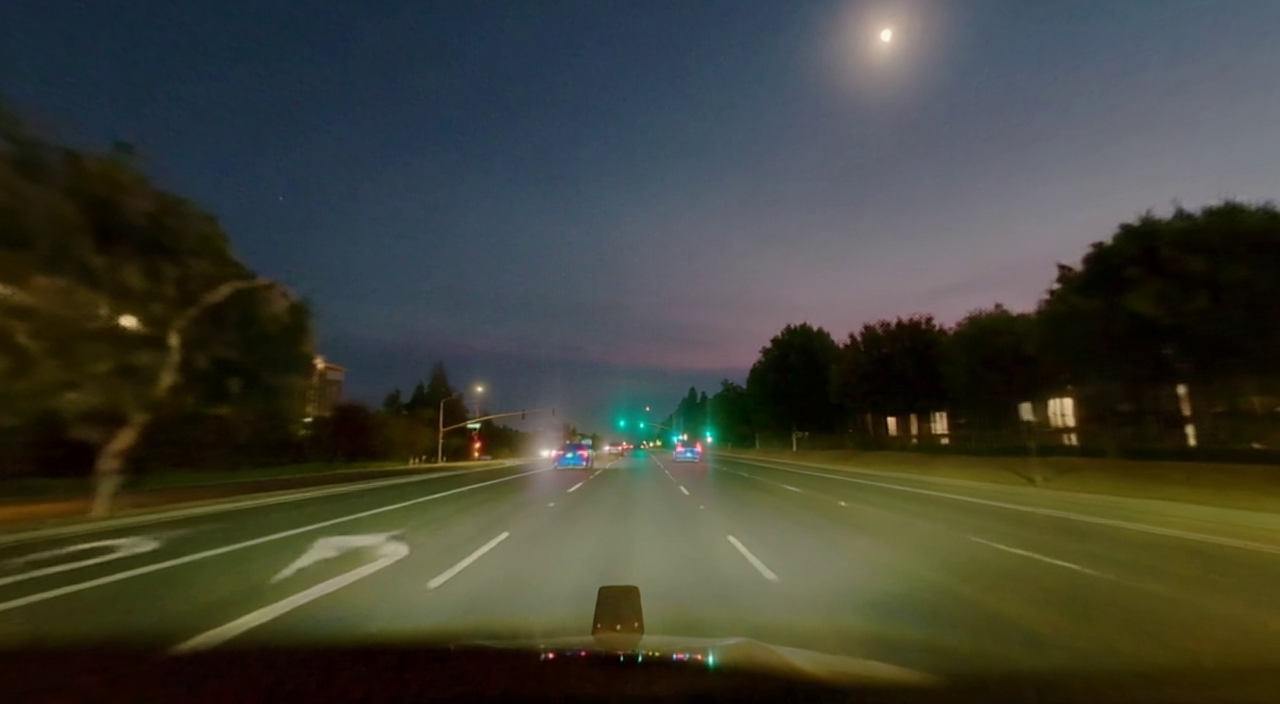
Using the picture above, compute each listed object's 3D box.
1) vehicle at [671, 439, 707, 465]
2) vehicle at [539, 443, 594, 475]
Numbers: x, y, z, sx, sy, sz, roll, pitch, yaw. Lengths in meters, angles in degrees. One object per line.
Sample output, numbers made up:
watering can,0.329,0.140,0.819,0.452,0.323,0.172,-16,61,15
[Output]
vehicle,3.313,6.848,43.539,2.072,1.696,4.177,0,-8,-1
vehicle,-3.539,5.208,31.029,2.112,1.471,4.212,0,-8,1
